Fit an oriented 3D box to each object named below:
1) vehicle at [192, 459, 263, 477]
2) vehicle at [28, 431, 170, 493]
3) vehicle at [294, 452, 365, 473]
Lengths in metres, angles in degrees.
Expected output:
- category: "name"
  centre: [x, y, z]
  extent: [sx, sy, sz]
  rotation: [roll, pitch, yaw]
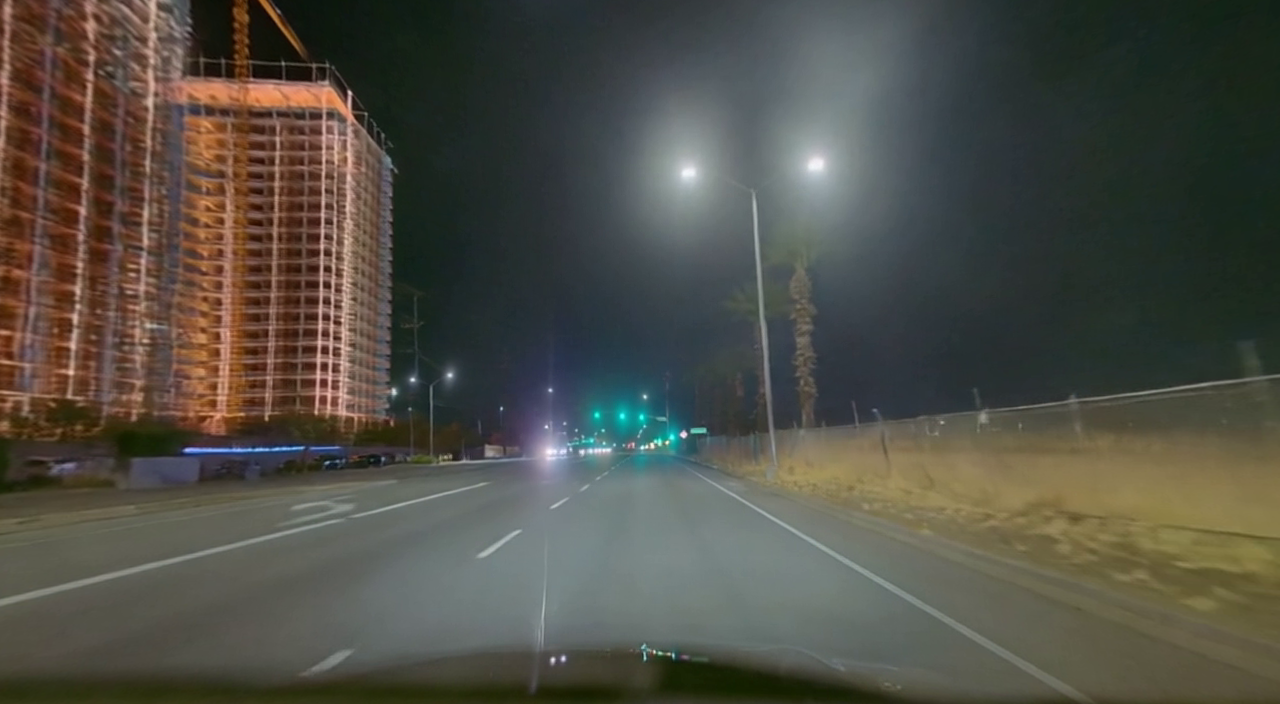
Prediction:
- category: "vehicle"
  centre: [-30.133, 8.480, 46.203]
  extent: [4.101, 1.243, 1.698]
  rotation: [4, -10, -26]
- category: "vehicle"
  centre: [-26.824, 5.362, 31.227]
  extent: [6.454, 2.718, 3.175]
  rotation: [-5, -10, 30]
- category: "vehicle"
  centre: [-24.430, 8.692, 49.744]
  extent: [1.790, 1.484, 4.651]
  rotation: [-7, -11, 40]
